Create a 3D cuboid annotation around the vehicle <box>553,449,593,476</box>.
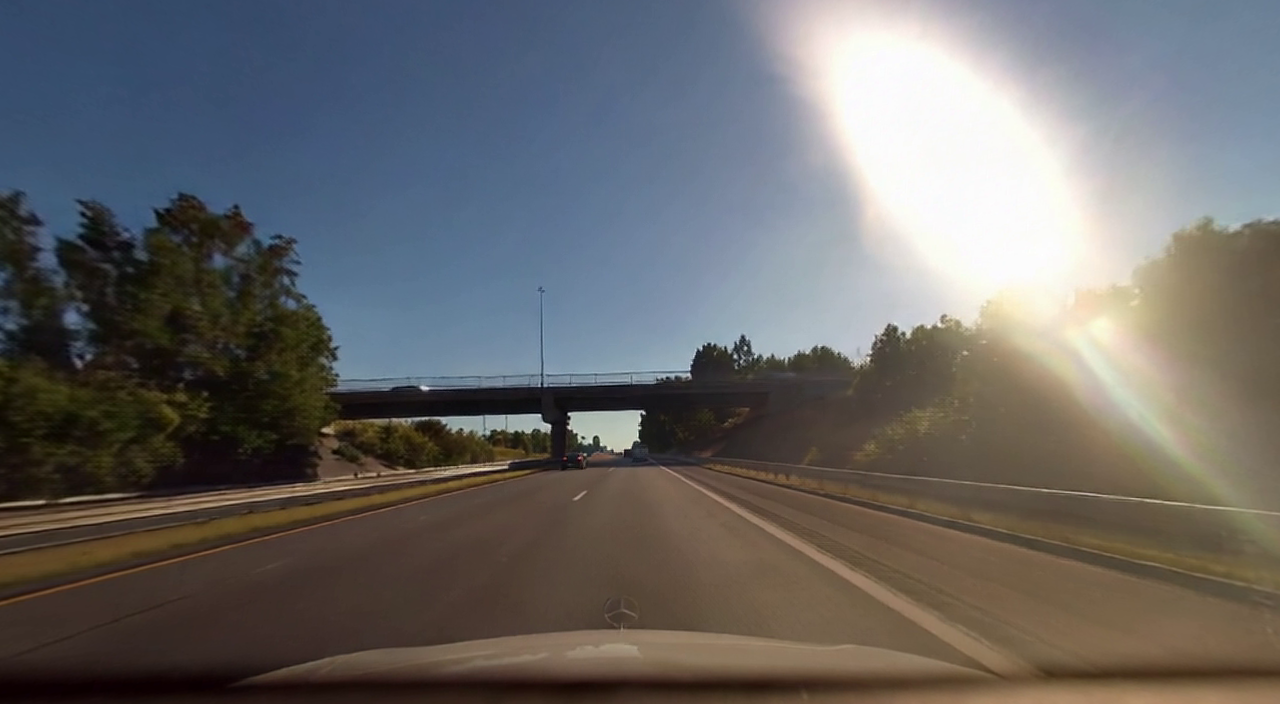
[{"bbox_3d":[-4.262,7.053,40.595,2.076,1.637,4.526,0,-9,0],"label":"vehicle"}]
